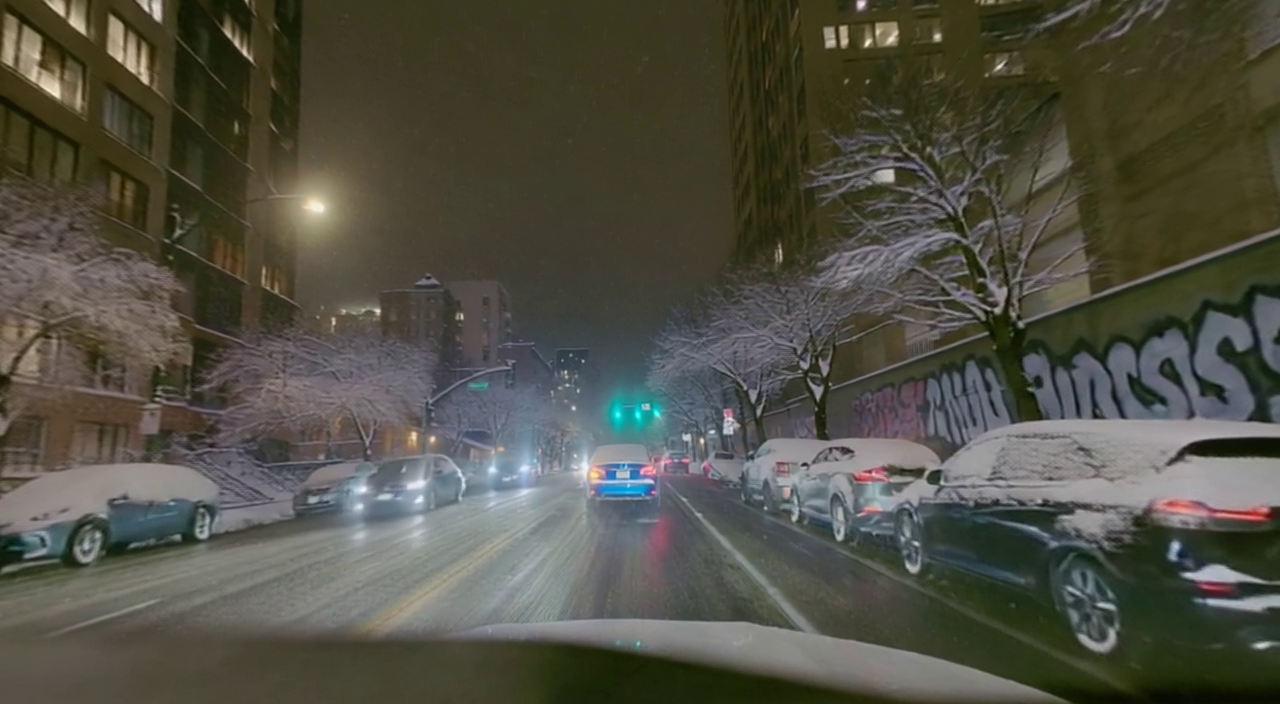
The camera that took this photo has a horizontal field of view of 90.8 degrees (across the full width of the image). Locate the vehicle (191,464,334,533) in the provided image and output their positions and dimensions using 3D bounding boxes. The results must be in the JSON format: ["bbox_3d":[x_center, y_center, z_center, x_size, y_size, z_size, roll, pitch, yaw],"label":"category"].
[{"bbox_3d":[-10.982,4.234,18.790,1.741,1.506,4.370,-4,-8,-3],"label":"vehicle"}]

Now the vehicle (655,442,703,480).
[{"bbox_3d":[1.887,5.463,31.958,2.207,1.761,4.292,0,-8,1],"label":"vehicle"}]

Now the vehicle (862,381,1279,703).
[{"bbox_3d":[4.185,1.439,6.012,2.097,1.811,5.230,0,-8,-2],"label":"vehicle"}]

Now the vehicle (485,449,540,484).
[{"bbox_3d":[-6.933,6.248,34.781,2.147,1.747,4.409,0,-8,-1],"label":"vehicle"}]

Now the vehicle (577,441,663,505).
[{"bbox_3d":[-0.528,3.393,18.243,2.166,1.579,4.300,0,-8,-1],"label":"vehicle"}]

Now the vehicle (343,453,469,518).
[{"bbox_3d":[-6.516,3.720,18.149,1.906,1.445,4.490,-4,-8,0],"label":"vehicle"}]

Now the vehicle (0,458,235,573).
[{"bbox_3d":[-10.923,3.208,13.050,2.276,1.741,4.439,-4,-8,-1],"label":"vehicle"}]
